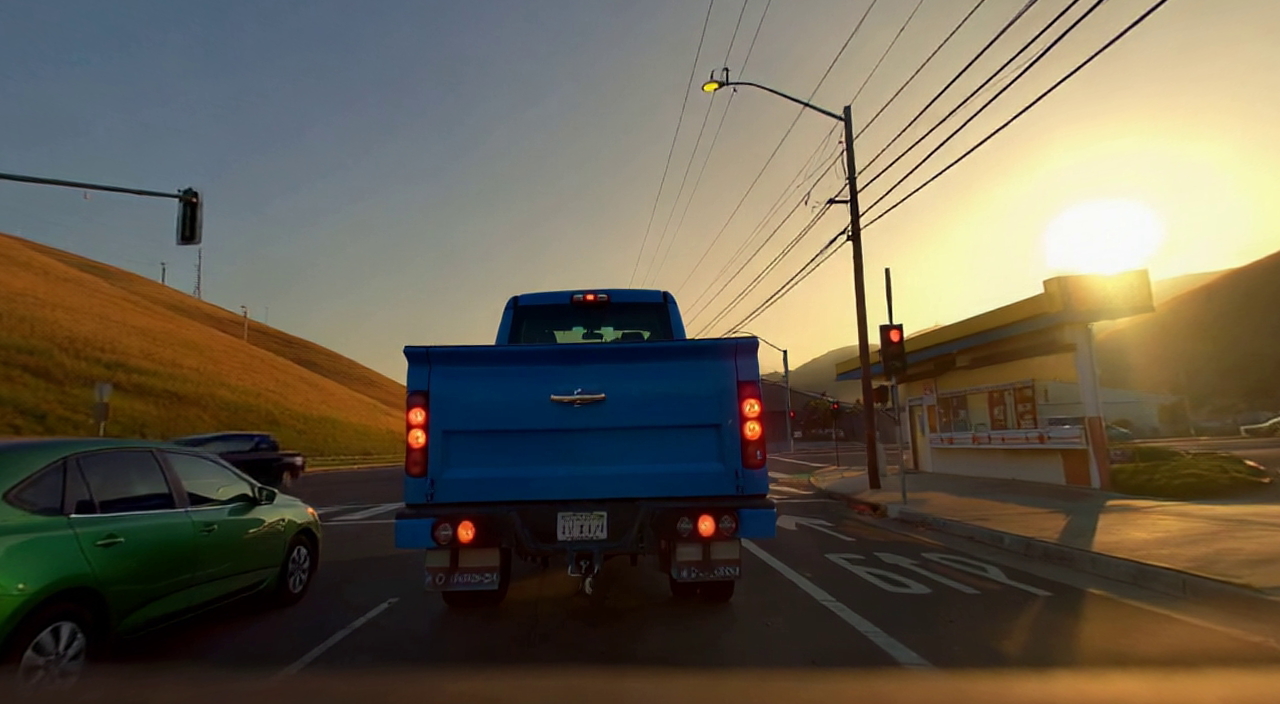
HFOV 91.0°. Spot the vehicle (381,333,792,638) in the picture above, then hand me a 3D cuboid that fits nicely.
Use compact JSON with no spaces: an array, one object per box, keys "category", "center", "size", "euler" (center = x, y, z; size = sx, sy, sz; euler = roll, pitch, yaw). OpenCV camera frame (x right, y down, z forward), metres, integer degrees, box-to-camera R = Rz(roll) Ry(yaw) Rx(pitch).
[{"category":"vehicle","center":[-0.426,1.322,7.208],"size":[2.859,2.144,5.406],"euler":[0,-9,-1]}]

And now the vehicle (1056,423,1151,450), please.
[{"category":"vehicle","center":[32.746,5.999,44.541],"size":[5.021,1.757,2.012],"euler":[-8,-12,44]}]

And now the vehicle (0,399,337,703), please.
[{"category":"vehicle","center":[-3.964,1.188,3.981],"size":[2.017,1.555,4.150],"euler":[-1,-9,0]}]

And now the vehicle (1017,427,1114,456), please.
[{"category":"vehicle","center":[25.563,5.392,37.927],"size":[4.419,1.496,1.854],"euler":[-2,-9,1]}]

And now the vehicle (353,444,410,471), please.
[{"category":"vehicle","center":[-17.121,7.012,41.914],"size":[2.133,1.690,4.331],"euler":[0,-9,-3]}]
